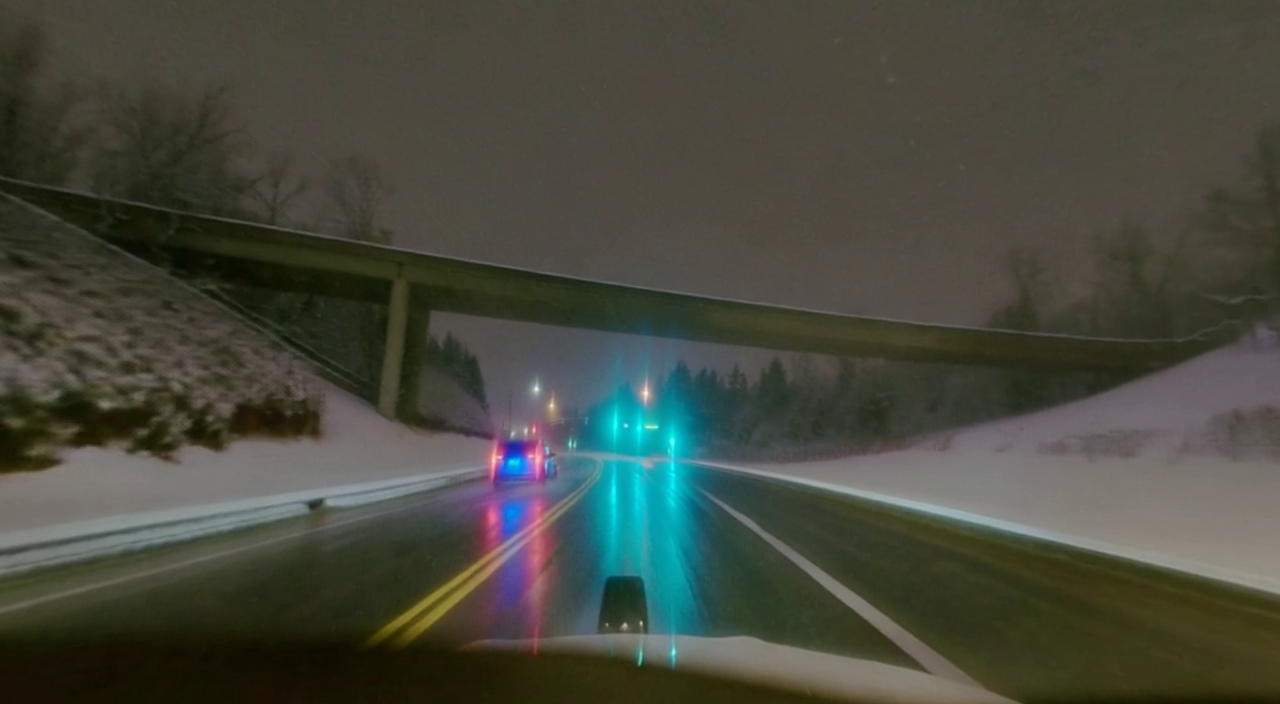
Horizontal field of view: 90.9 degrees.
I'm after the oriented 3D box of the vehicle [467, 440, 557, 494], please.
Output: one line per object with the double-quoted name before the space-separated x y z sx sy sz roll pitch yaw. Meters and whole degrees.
"vehicle" -3.908 3.591 20.130 1.968 1.503 4.443 0 -8 0
